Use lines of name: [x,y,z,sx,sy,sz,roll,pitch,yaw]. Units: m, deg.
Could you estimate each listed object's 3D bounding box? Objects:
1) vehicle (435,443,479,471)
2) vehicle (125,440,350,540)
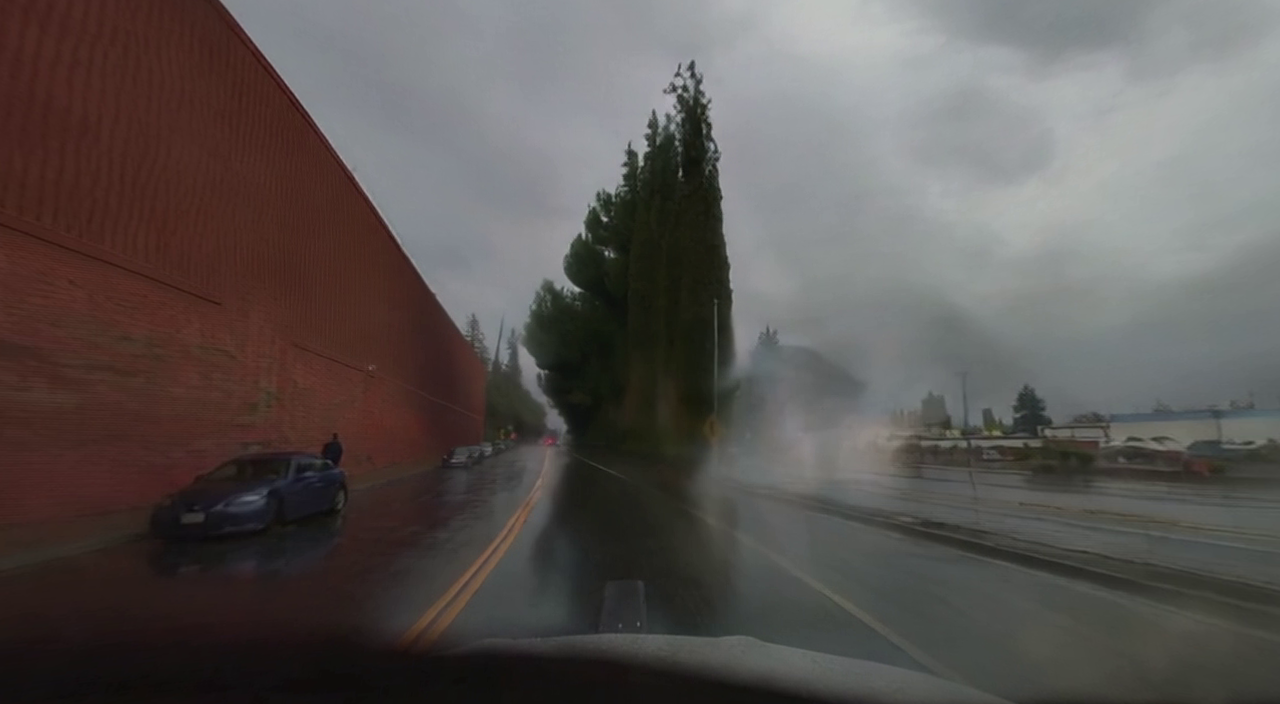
vehicle: [-11.209,6.458,39.056,1.899,1.485,4.593,2,-8,-8]
vehicle: [-7.278,2.464,12.080,1.877,1.507,4.363,2,-8,-8]
